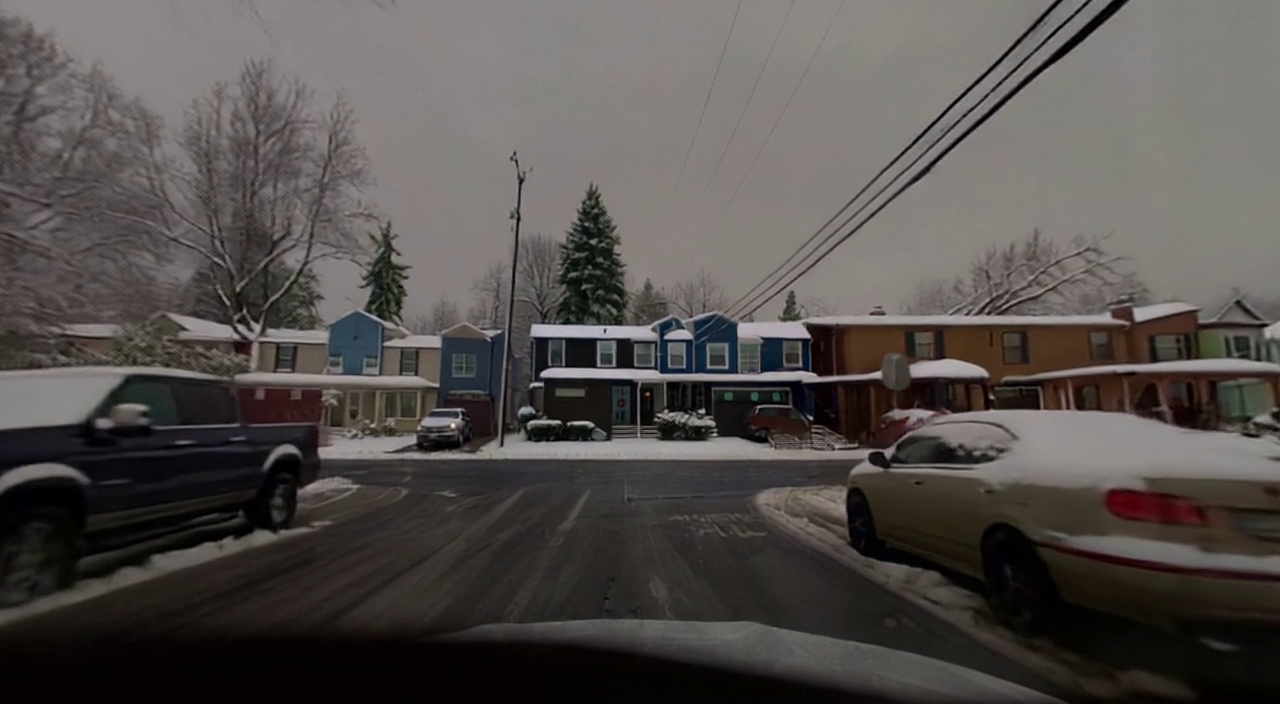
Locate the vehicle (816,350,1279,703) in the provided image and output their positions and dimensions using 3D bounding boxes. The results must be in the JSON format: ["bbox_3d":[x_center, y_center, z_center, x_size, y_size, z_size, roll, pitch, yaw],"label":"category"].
[{"bbox_3d":[3.430,1.217,5.564,2.109,1.811,4.886,1,-8,-3],"label":"vehicle"}]

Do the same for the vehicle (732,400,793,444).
[{"bbox_3d":[5.723,3.314,30.010,2.081,1.891,4.367,0,-6,1],"label":"vehicle"}]

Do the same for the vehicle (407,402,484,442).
[{"bbox_3d":[-9.182,3.402,30.154,2.091,1.760,4.760,0,-8,1],"label":"vehicle"}]

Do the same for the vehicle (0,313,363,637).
[{"bbox_3d":[-5.461,1.109,6.458,2.480,2.084,6.353,0,-8,-2],"label":"vehicle"}]
